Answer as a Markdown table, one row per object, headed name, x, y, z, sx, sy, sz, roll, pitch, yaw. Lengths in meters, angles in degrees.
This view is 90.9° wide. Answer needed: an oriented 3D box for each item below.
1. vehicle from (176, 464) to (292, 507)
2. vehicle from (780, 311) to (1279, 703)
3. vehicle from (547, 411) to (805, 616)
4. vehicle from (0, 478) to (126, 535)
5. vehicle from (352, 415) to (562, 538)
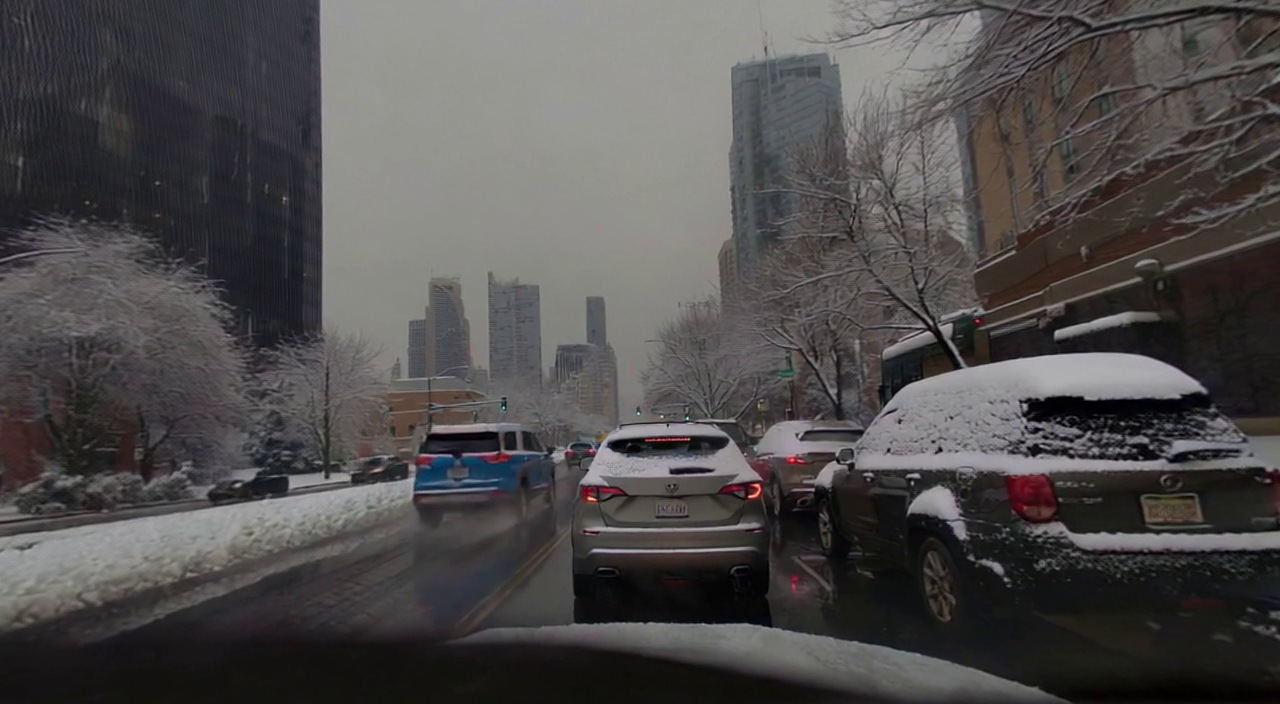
| name | x | y | z | sx | sy | sz | roll | pitch | yaw |
| --- | --- | --- | --- | --- | --- | --- | --- | --- | --- |
| vehicle | -19.366 | 6.353 | 30.407 | 2.274 | 1.708 | 4.863 | 0 | -9 | 1 |
| vehicle | 2.745 | 1.109 | 4.904 | 2.117 | 1.855 | 4.794 | 0 | -9 | -1 |
| vehicle | 0.232 | 1.554 | 6.872 | 2.045 | 1.608 | 3.573 | 0 | -9 | -2 |
| vehicle | -22.641 | 5.780 | 24.046 | 1.975 | 1.698 | 4.715 | 0 | -9 | 2 |
| vehicle | -3.135 | 2.315 | 12.451 | 2.375 | 1.847 | 5.606 | 0 | -9 | 1 |
